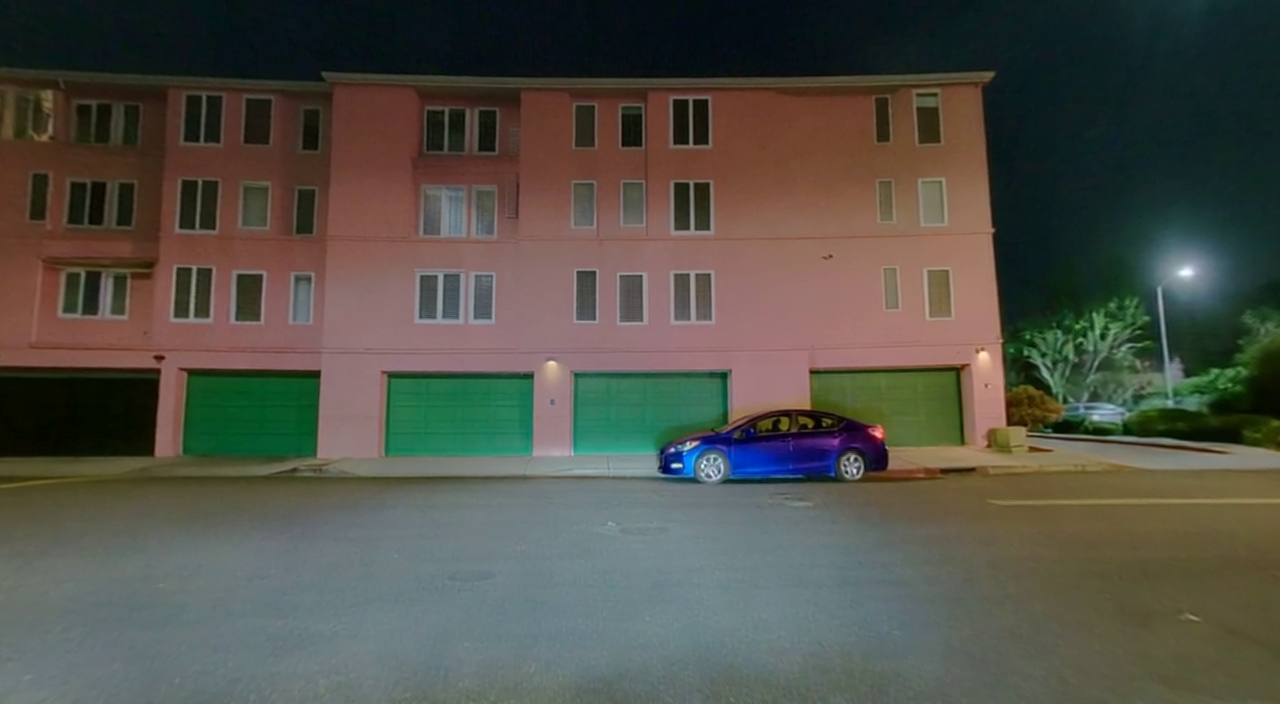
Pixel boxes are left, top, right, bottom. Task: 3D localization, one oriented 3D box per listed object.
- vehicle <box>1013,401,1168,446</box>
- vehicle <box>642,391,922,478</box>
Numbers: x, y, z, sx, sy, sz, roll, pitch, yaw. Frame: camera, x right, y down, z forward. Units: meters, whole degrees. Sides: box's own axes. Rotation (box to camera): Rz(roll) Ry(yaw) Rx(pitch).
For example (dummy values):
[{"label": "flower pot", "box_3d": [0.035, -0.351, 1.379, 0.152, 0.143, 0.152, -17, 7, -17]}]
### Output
[{"label": "vehicle", "box_3d": [15.813, 2.565, 22.325, 3.905, 1.475, 2.057, 0, -8, -1]}, {"label": "vehicle", "box_3d": [2.400, 1.529, 11.631, 4.697, 1.444, 1.825, 0, -8, 0]}]
